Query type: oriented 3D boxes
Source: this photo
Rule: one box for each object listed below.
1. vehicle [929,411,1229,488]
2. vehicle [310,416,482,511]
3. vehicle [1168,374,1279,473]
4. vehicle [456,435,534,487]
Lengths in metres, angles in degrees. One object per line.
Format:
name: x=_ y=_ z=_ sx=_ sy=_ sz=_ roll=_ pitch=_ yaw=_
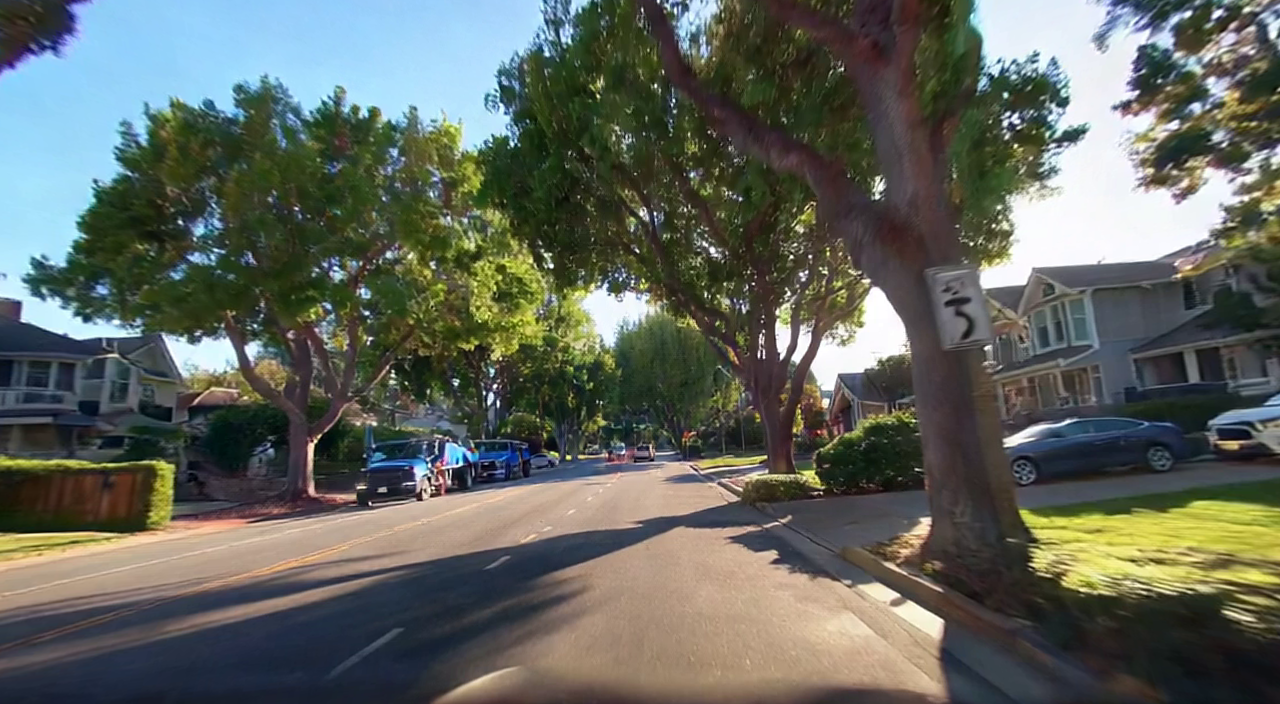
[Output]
vehicle: x=8.807 y=2.024 z=13.078 sx=4.623 sy=1.420 sz=1.996 roll=-1 pitch=-8 yaw=5
vehicle: x=-9.185 y=4.349 z=25.481 sx=2.970 sy=3.068 sz=9.784 roll=0 pitch=-8 yaw=0
vehicle: x=14.415 y=1.293 z=12.902 sx=4.995 sy=1.818 sz=2.319 roll=-4 pitch=-6 yaw=1
vehicle: x=-8.773 y=6.631 z=39.031 sx=2.816 sy=2.723 sz=7.506 roll=-4 pitch=-8 yaw=1
